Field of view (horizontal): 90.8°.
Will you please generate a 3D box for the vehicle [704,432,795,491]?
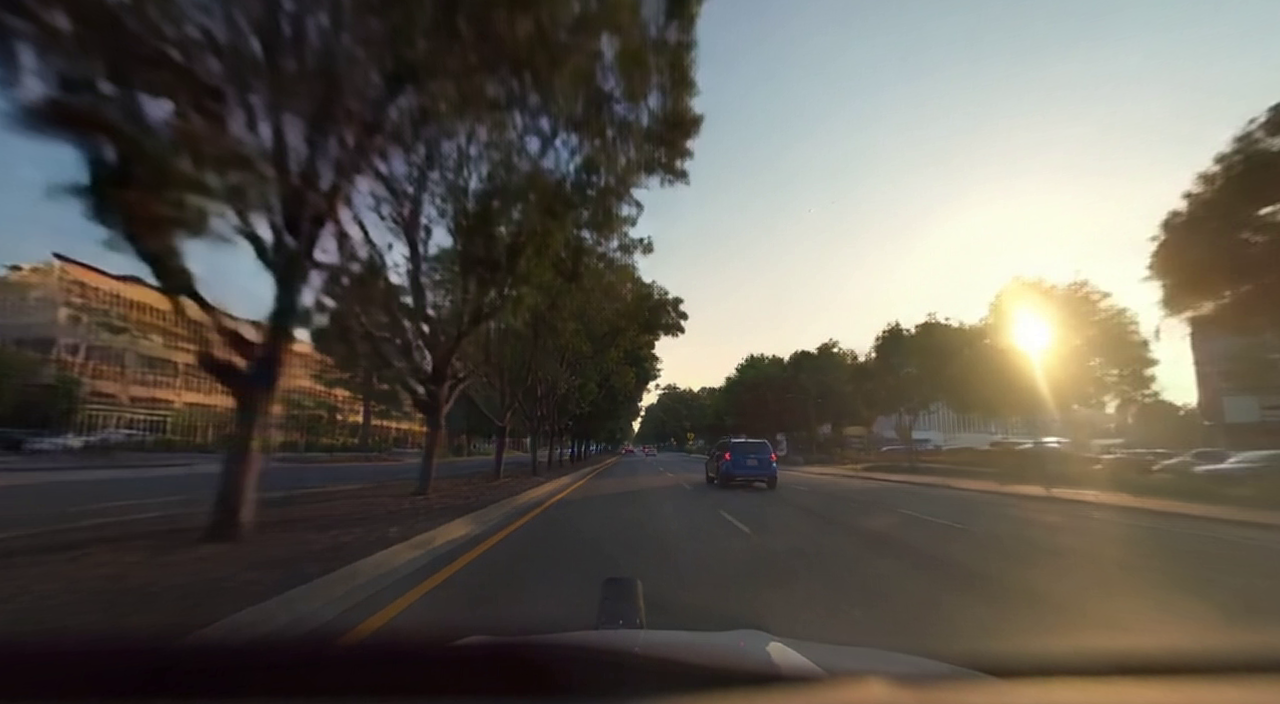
[{"bbox_3d":[3.394,3.500,20.520,2.072,1.696,4.177,0,-8,-2],"label":"vehicle"}]
